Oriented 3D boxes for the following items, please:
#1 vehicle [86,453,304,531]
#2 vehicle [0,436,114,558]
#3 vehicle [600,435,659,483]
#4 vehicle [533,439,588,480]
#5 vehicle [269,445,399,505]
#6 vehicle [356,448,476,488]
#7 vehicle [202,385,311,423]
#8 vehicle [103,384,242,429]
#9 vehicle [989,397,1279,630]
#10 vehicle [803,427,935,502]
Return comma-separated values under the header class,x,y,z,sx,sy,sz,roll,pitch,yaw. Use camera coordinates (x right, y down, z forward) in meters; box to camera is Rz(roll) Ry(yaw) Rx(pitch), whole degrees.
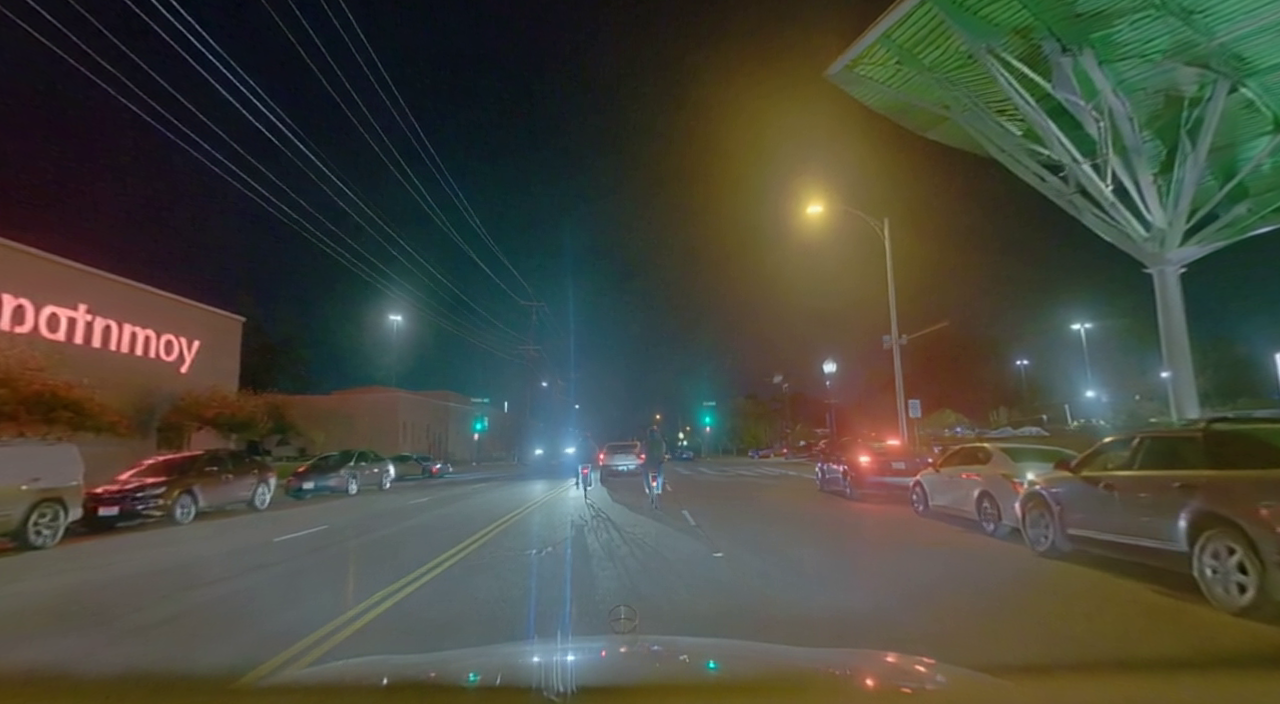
class,x,y,z,sx,sy,sz,roll,pitch,yaw
vehicle,-10.316,3.224,15.211,1.904,1.495,4.585,0,-8,0
vehicle,-10.420,2.110,9.053,1.937,1.780,4.477,0,-8,-1
vehicle,-0.404,4.283,25.535,2.190,1.783,4.048,0,-8,-1
vehicle,-4.026,5.514,32.798,2.184,1.954,4.898,0,-8,0
vehicle,-10.280,4.113,21.771,2.075,1.816,4.900,0,-8,-1
vehicle,-10.788,5.622,30.740,4.961,1.832,2.287,0,-8,0
vehicle,-17.160,2.368,28.398,3.685,1.584,1.708,1,-9,-3
vehicle,-17.309,2.048,23.522,3.750,1.495,1.727,-1,-8,-2
vehicle,5.543,1.366,6.001,1.972,1.623,4.469,0,-8,2
vehicle,5.779,2.875,16.540,1.873,1.714,3.979,0,-8,-1
